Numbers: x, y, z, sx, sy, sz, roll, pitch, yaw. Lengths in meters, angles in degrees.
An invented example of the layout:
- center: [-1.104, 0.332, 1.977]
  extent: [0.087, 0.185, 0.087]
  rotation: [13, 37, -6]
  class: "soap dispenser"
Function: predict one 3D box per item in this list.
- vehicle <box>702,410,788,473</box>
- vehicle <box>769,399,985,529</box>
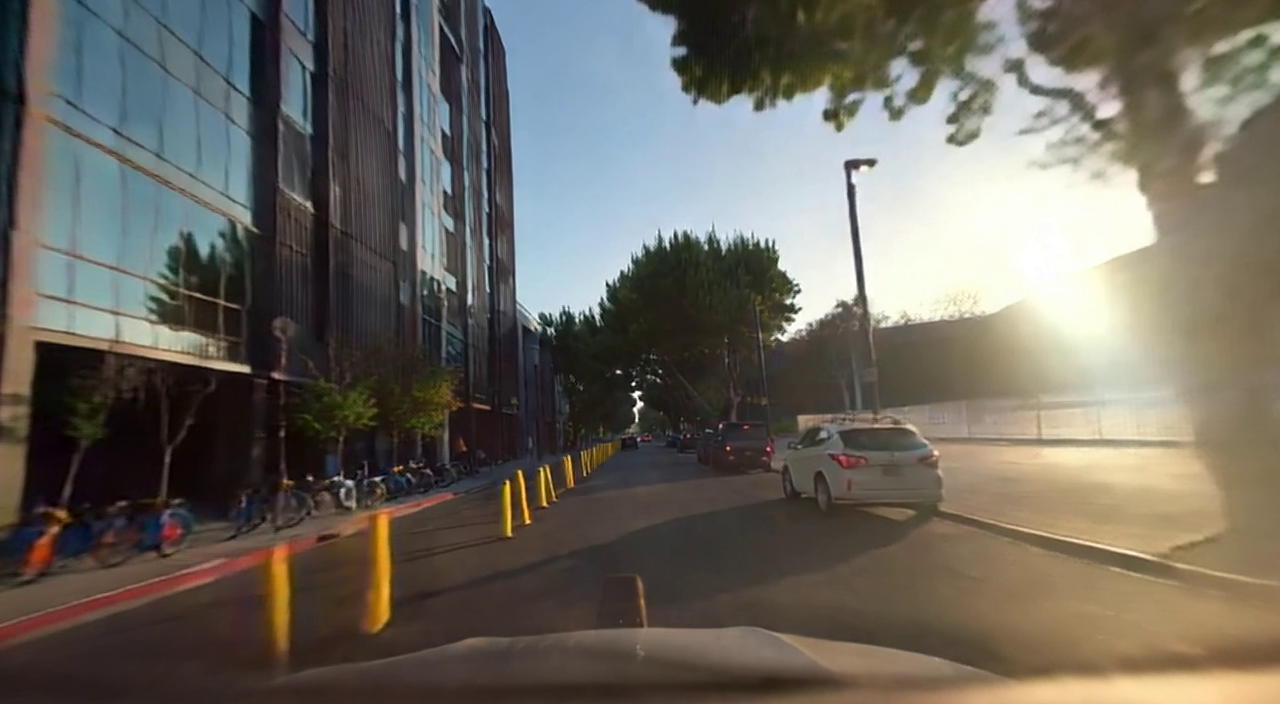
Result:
- center: [3.444, 3.053, 21.714]
  extent: [2.127, 1.864, 4.892]
  rotation: [-1, -8, 0]
  class: "vehicle"
- center: [3.784, 1.854, 11.080]
  extent: [1.999, 1.769, 4.191]
  rotation: [-1, -7, -2]
  class: "vehicle"
